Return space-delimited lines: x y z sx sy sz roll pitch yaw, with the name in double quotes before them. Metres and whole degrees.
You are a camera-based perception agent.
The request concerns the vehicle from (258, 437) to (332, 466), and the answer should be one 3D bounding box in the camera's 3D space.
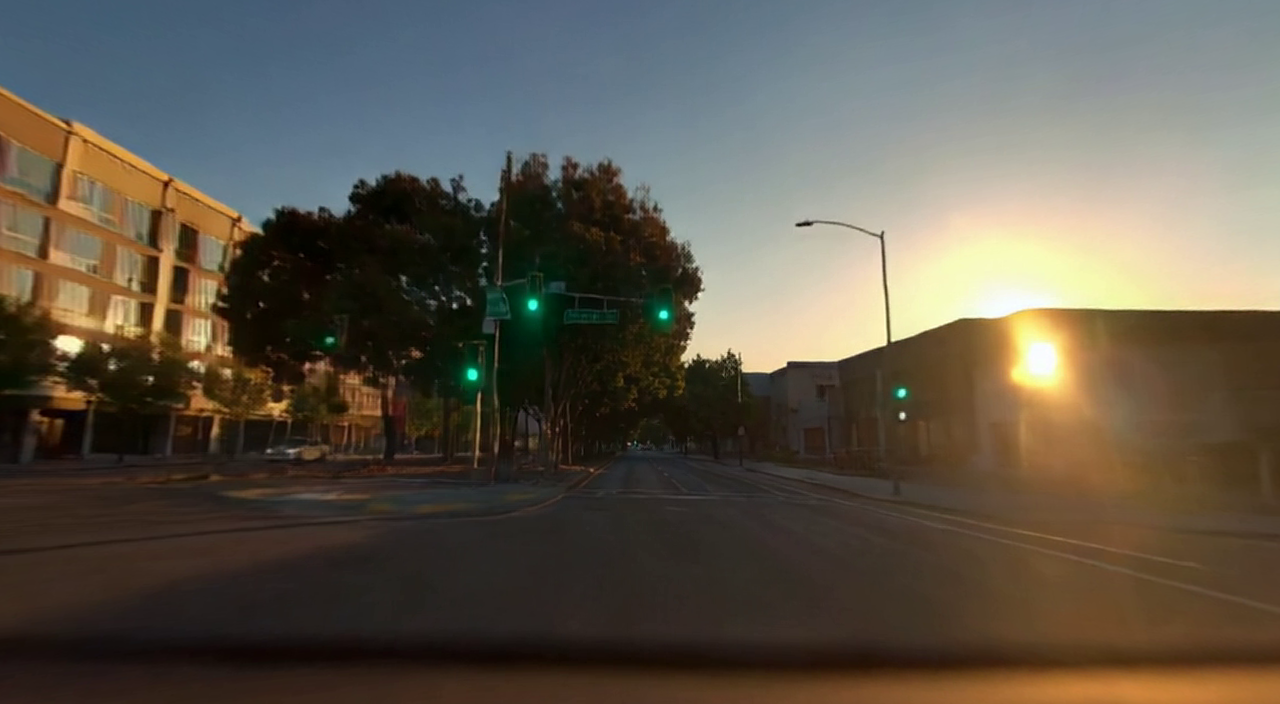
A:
"vehicle" -21.581 6.279 39.620 2.016 1.705 4.547 1 -9 0
